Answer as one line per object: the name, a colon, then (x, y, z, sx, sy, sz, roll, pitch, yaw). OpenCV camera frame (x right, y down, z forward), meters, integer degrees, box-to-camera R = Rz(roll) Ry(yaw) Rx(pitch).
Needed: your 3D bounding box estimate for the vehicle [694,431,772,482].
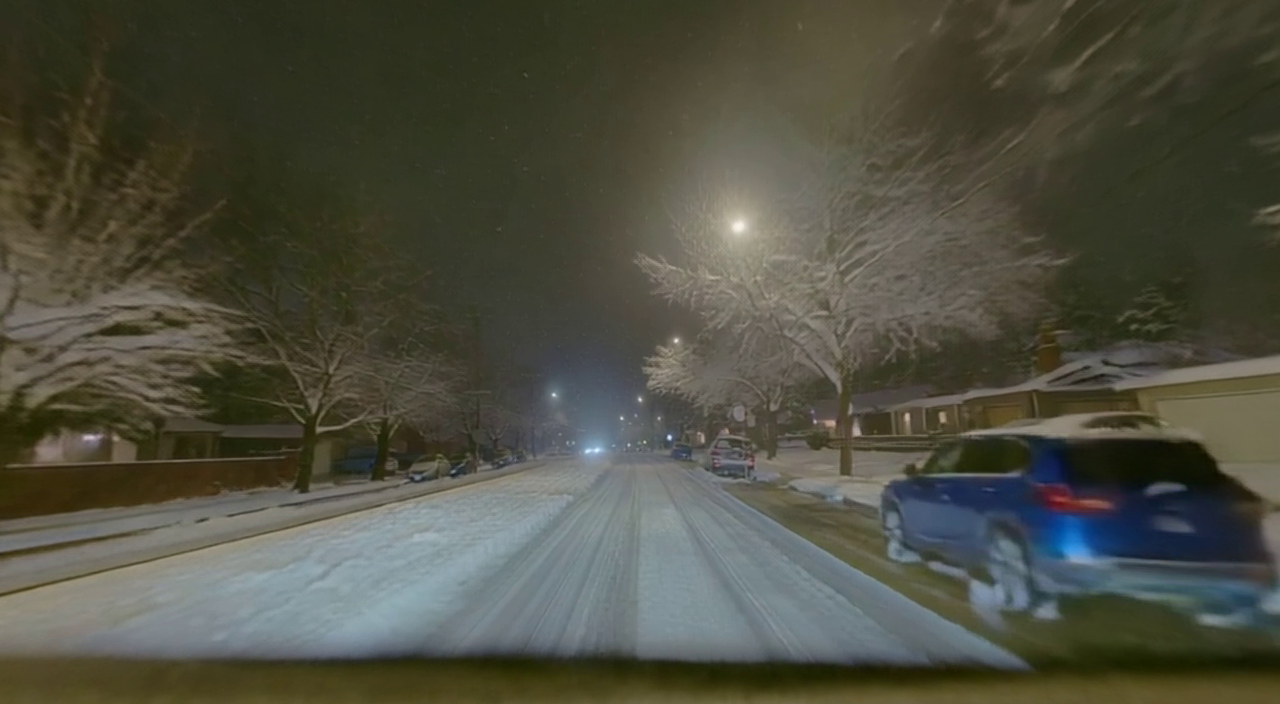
vehicle: (3.848, 4.469, 27.403, 2.319, 1.938, 5.961, 0, -8, -2)

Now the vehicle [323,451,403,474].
vehicle: (-19.221, 7.685, 43.959, 4.569, 1.498, 2.072, 0, -8, 0)

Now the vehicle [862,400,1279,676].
vehicle: (4.093, 1.465, 6.161, 2.173, 1.656, 4.514, 0, -8, -1)

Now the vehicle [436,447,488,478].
vehicle: (-11.067, 6.889, 39.688, 1.981, 1.790, 4.682, 0, -8, -1)

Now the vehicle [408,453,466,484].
vehicle: (-11.079, 6.355, 34.795, 1.815, 1.532, 4.517, 0, -8, -2)
